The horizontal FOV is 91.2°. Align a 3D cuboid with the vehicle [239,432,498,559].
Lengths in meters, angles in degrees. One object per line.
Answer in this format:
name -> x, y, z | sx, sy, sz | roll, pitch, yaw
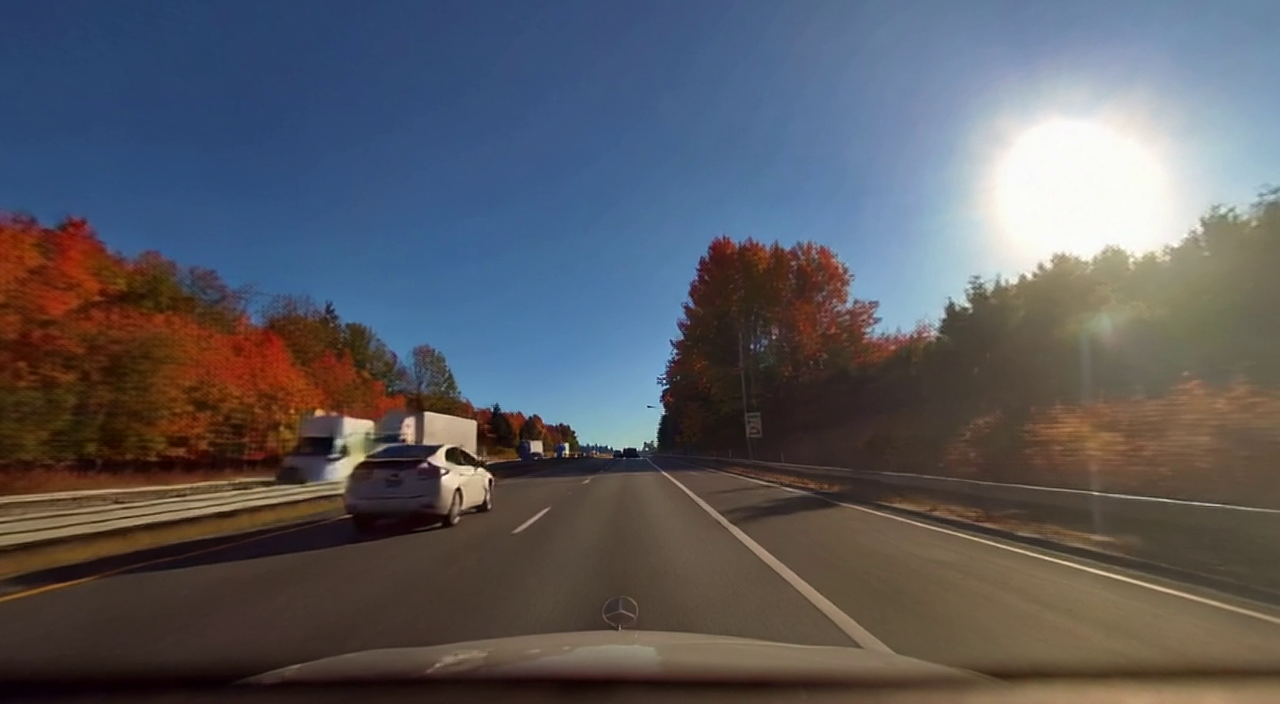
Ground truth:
vehicle -> -3.978, 2.193, 10.337 | 2.153, 1.577, 4.707 | 0, -9, 0
